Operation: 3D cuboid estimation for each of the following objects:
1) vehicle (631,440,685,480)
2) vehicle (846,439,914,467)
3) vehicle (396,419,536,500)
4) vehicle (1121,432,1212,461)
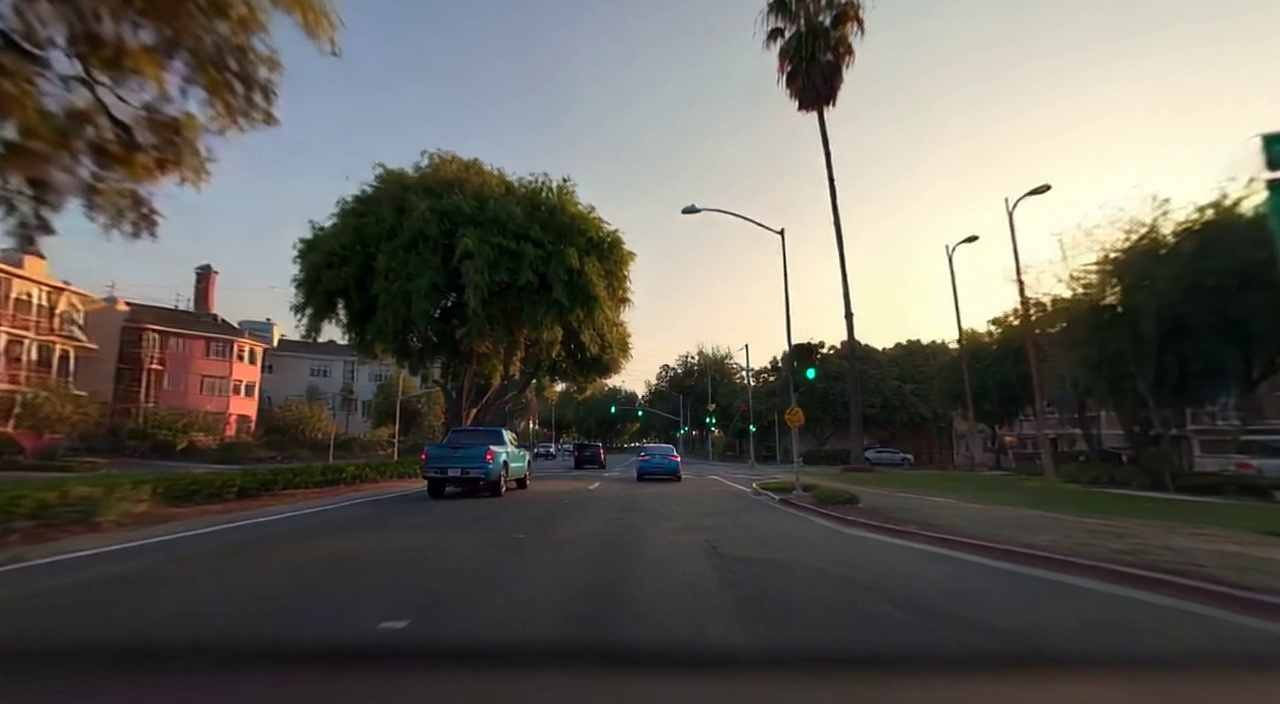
[{"bbox_3d":[0.799,4.600,26.992,2.122,1.562,4.152,-1,-8,2],"label":"vehicle"},{"bbox_3d":[18.741,7.898,49.160,4.295,1.787,2.187,-4,-8,0],"label":"vehicle"},{"bbox_3d":[-4.656,3.012,18.024,2.187,1.904,6.103,0,-8,1],"label":"vehicle"},{"bbox_3d":[40.829,7.329,48.711,5.530,1.797,2.108,-3,-8,-9],"label":"vehicle"}]
